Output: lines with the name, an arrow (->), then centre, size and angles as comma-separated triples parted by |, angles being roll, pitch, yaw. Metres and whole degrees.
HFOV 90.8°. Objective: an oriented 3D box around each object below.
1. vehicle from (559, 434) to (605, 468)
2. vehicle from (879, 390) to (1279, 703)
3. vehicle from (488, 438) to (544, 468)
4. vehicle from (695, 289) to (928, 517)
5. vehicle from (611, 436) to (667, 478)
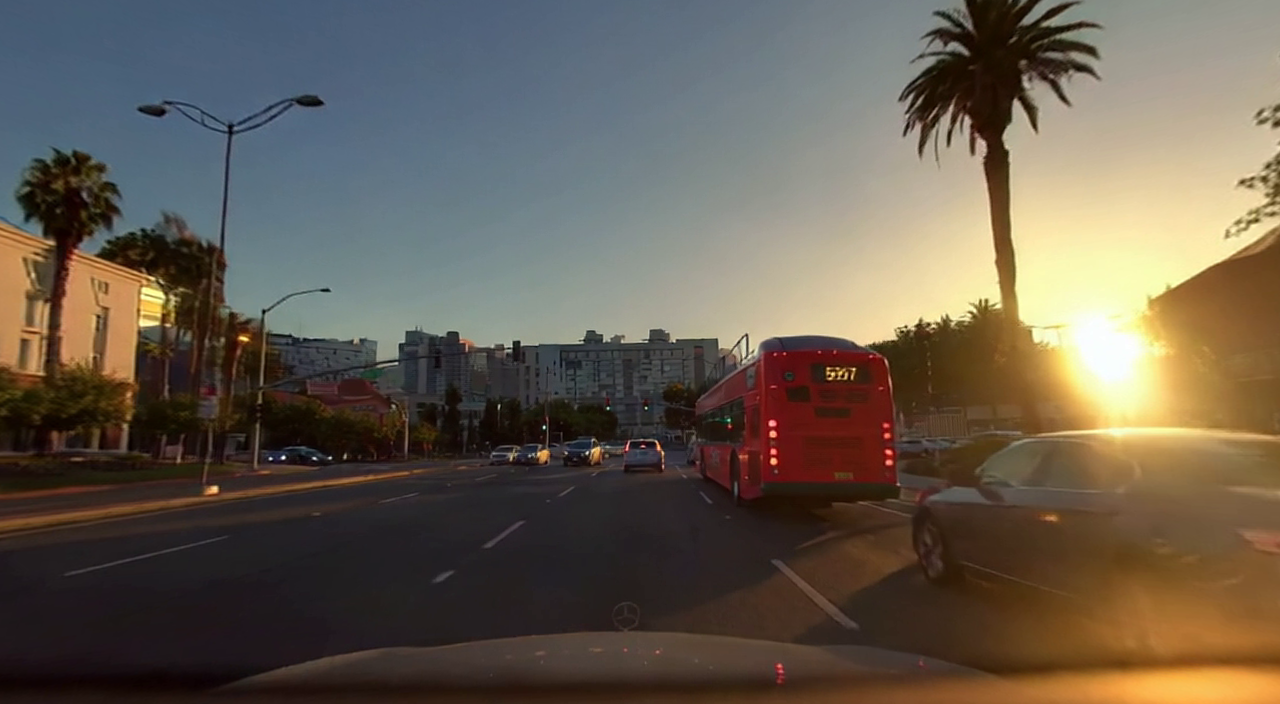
vehicle -> -3.156, 5.494, 35.216 | 2.020, 1.721, 4.366 | -1, -9, 2
vehicle -> 3.606, 1.170, 4.260 | 1.965, 1.519, 5.078 | 0, -9, 0
vehicle -> -6.780, 5.581, 35.041 | 1.927, 1.480, 4.832 | -1, -9, 2
vehicle -> 3.564, 1.857, 17.886 | 2.970, 4.015, 13.606 | 0, -9, 1
vehicle -> -0.012, 4.167, 25.243 | 2.060, 1.499, 3.831 | 0, -9, 1
